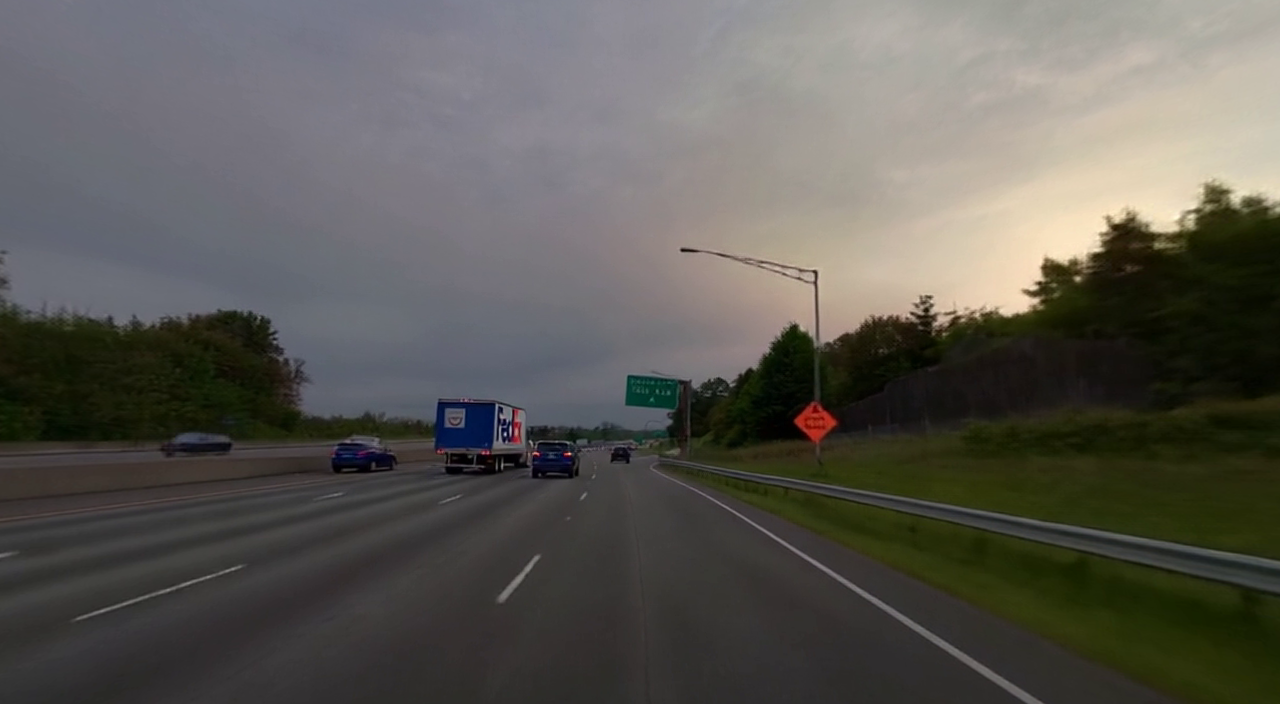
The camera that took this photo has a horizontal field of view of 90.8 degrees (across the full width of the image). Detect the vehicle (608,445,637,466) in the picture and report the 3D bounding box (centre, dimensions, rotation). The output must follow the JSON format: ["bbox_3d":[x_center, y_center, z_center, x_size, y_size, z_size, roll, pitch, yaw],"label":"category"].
[{"bbox_3d":[-1.359,7.661,46.824,2.043,1.489,3.839,1,-9,-3],"label":"vehicle"}]

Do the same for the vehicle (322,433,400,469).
[{"bbox_3d":[-13.937,4.999,31.901,2.018,1.668,4.409,0,-9,-2],"label":"vehicle"}]

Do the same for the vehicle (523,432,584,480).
[{"bbox_3d":[-3.654,4.487,27.488,2.170,1.886,4.628,0,-9,-2],"label":"vehicle"}]

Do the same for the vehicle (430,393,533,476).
[{"bbox_3d":[-6.966,3.899,29.222,2.870,3.266,8.589,0,-9,-2],"label":"vehicle"}]

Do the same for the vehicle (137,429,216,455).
[{"bbox_3d":[-30.412,5.971,41.631,1.972,1.619,4.414,1,-9,-3],"label":"vehicle"}]
